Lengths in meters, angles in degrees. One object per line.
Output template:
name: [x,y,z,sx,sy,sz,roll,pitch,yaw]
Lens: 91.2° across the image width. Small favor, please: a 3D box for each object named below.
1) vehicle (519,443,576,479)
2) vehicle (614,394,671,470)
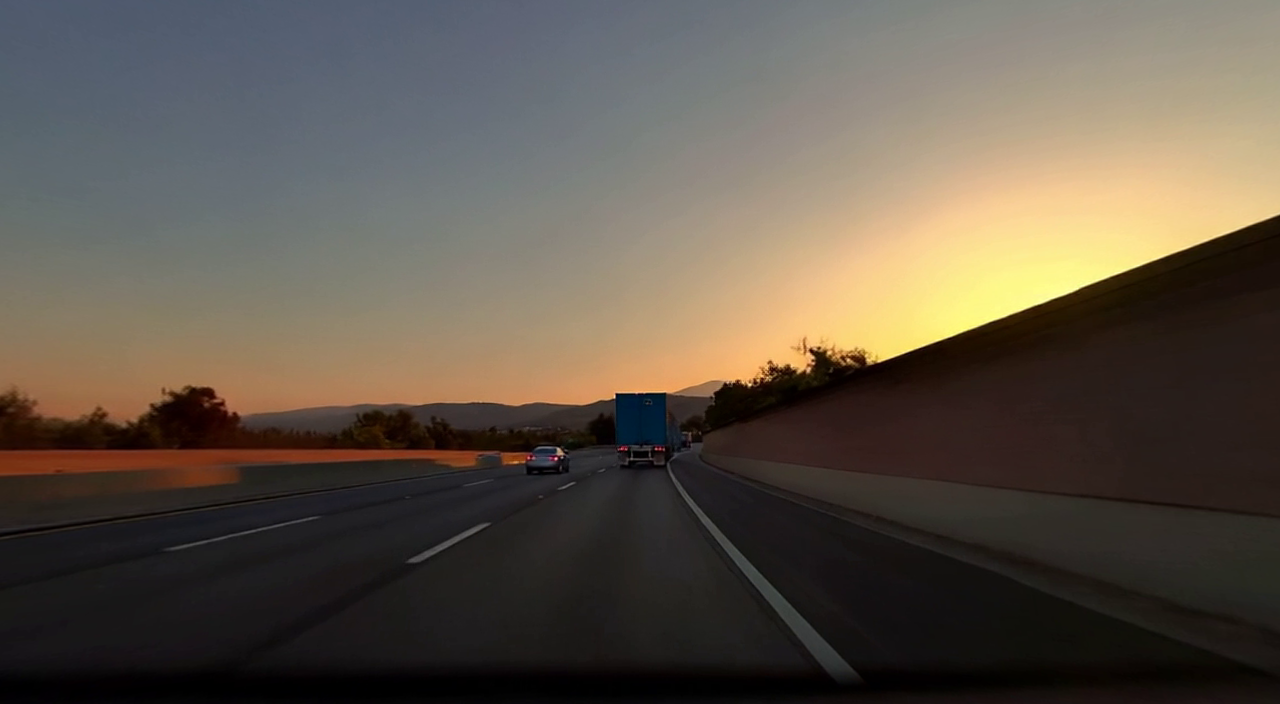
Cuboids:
vehicle: [-4.160,4.947,28.717,1.895,1.500,3.808,-1,-9,2]
vehicle: [0.291,5.188,39.551,3.123,4.094,10.812,-1,-9,2]
